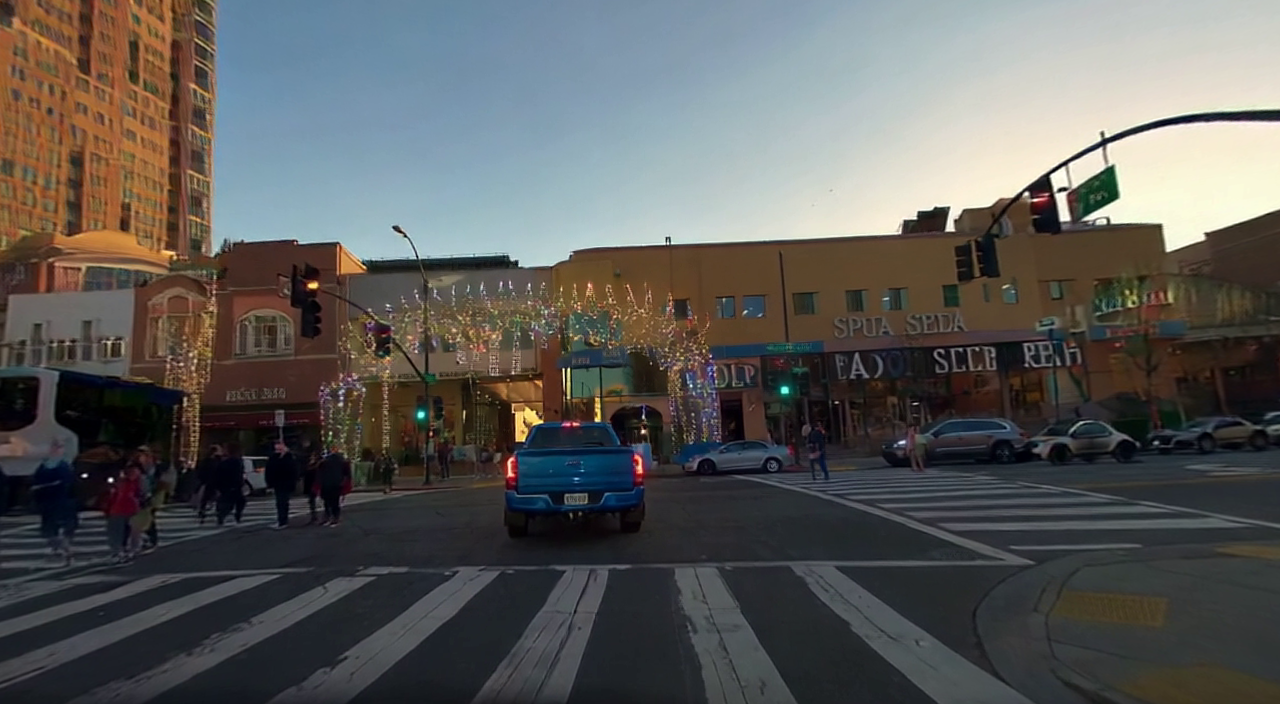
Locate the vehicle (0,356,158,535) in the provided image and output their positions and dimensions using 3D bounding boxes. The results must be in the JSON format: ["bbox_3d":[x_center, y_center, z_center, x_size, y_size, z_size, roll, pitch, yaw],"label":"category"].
[{"bbox_3d":[-22.353,2.682,18.278,13.729,4.662,3.300,0,-9,0],"label":"vehicle"}]

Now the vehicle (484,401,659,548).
[{"bbox_3d":[-1.497,2.132,11.739,2.477,2.020,5.534,2,-9,-12],"label":"vehicle"}]

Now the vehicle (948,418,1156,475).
[{"bbox_3d":[11.566,2.692,17.931,4.600,1.506,1.878,0,-9,-1],"label":"vehicle"}]

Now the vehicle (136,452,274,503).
[{"bbox_3d":[-18.644,5.392,27.205,4.398,2.057,1.959,0,-9,-1],"label":"vehicle"}]

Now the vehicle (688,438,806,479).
[{"bbox_3d":[4.241,4.314,25.684,4.515,1.583,1.920,-1,-9,3],"label":"vehicle"}]

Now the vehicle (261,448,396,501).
[{"bbox_3d":[-13.324,5.226,27.163,4.799,1.909,2.011,-3,-7,2],"label":"vehicle"}]
